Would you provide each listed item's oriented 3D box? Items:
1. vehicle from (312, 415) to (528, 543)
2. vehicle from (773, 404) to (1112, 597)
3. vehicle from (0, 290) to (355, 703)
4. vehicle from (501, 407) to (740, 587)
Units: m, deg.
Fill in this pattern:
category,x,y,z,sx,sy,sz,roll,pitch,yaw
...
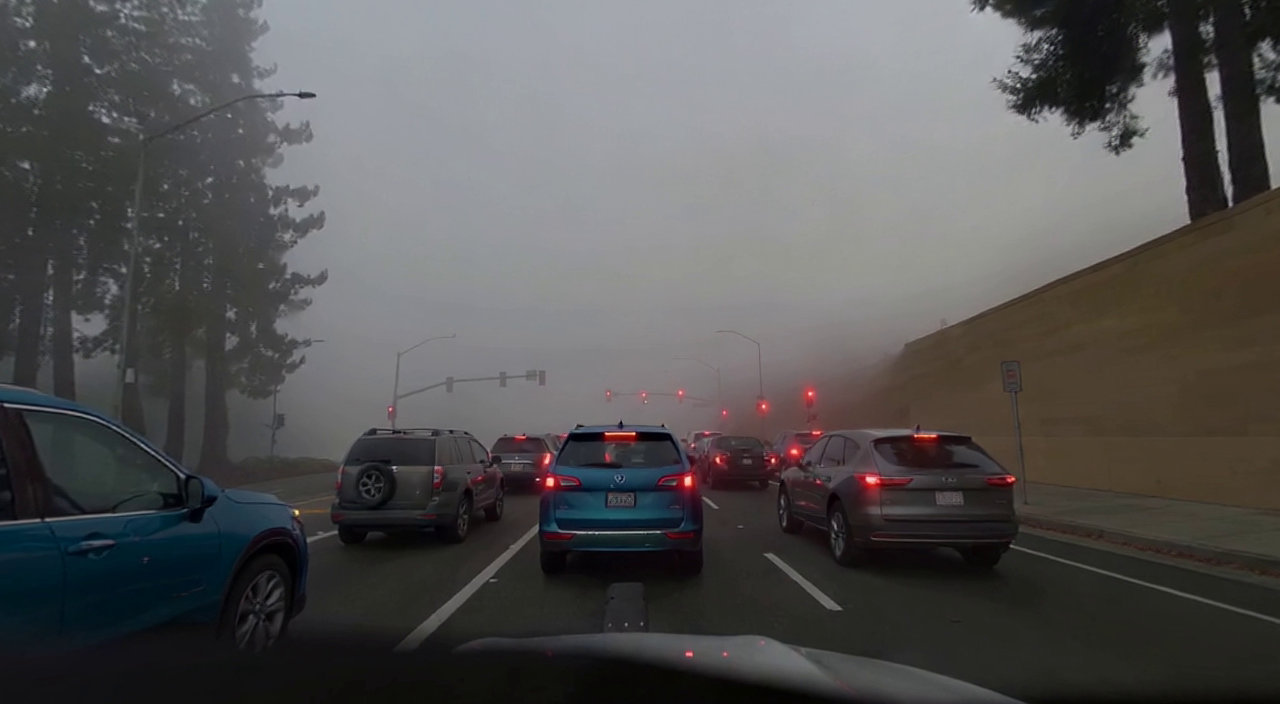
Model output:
category,x,y,z,sx,sy,sz,roll,pitch,yaw
vehicle,-3.483,2.109,11.154,2.067,1.759,4.631,0,-8,1
vehicle,3.148,1.631,7.802,2.029,1.702,4.281,0,-8,0
vehicle,-3.511,0.829,3.120,2.070,1.913,4.450,0,-8,0
vehicle,-0.150,1.655,7.952,2.245,1.677,3.913,0,-8,1
